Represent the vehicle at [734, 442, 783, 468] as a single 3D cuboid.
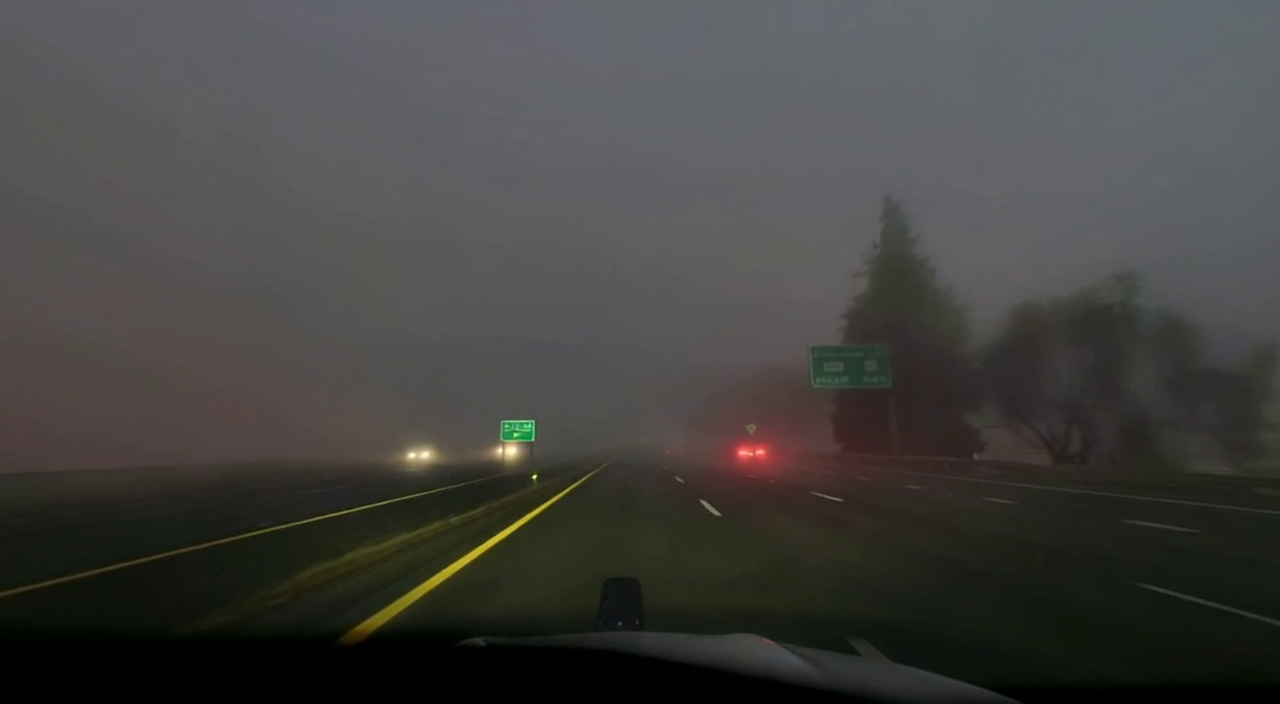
[{"bbox_3d":[7.015,6.110,37.813,2.009,1.456,4.097,0,-8,-2],"label":"vehicle"}]
